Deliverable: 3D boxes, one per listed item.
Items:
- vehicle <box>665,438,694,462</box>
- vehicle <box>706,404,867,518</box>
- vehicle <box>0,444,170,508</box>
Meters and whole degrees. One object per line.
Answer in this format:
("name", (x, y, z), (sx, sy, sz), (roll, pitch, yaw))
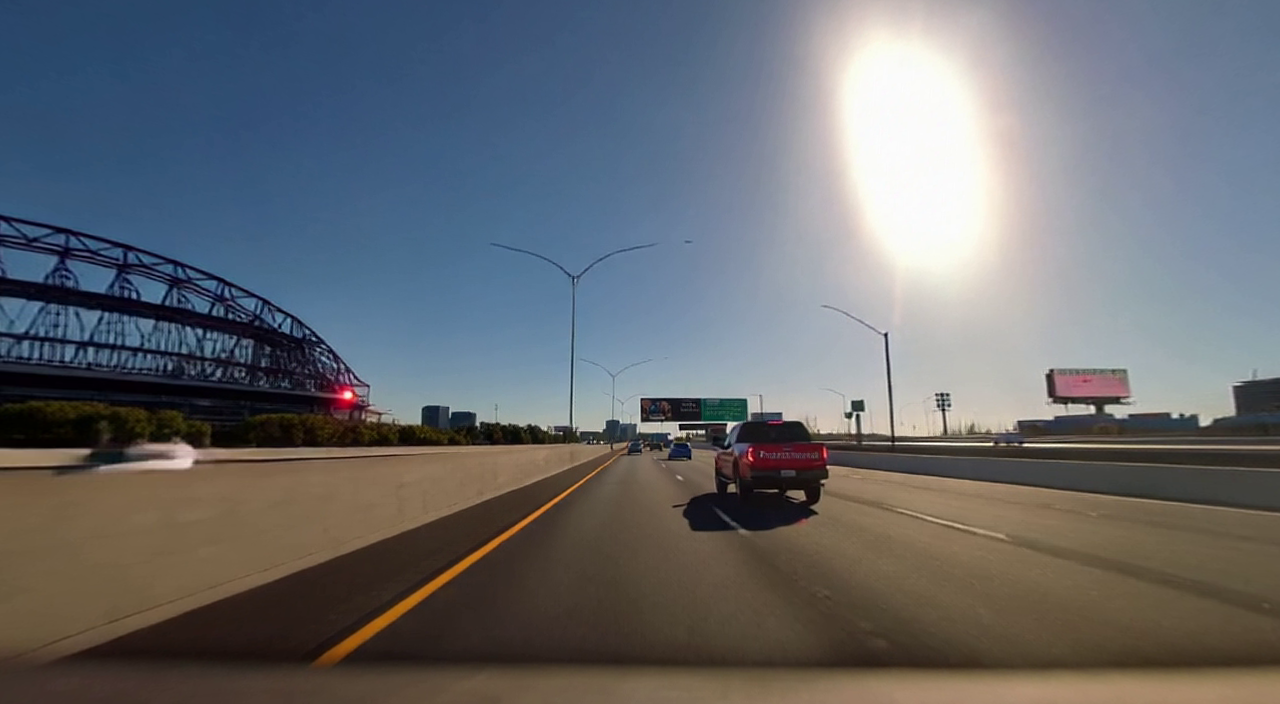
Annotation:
("vehicle", (2.993, 7.580, 49.145), (1.973, 1.774, 4.092), (0, -8, 0))
("vehicle", (2.859, 2.294, 13.745), (2.199, 2.002, 4.970), (0, -8, -1))
("vehicle", (-18.149, 3.903, 20.488), (2.021, 1.773, 4.909), (0, -8, 0))
